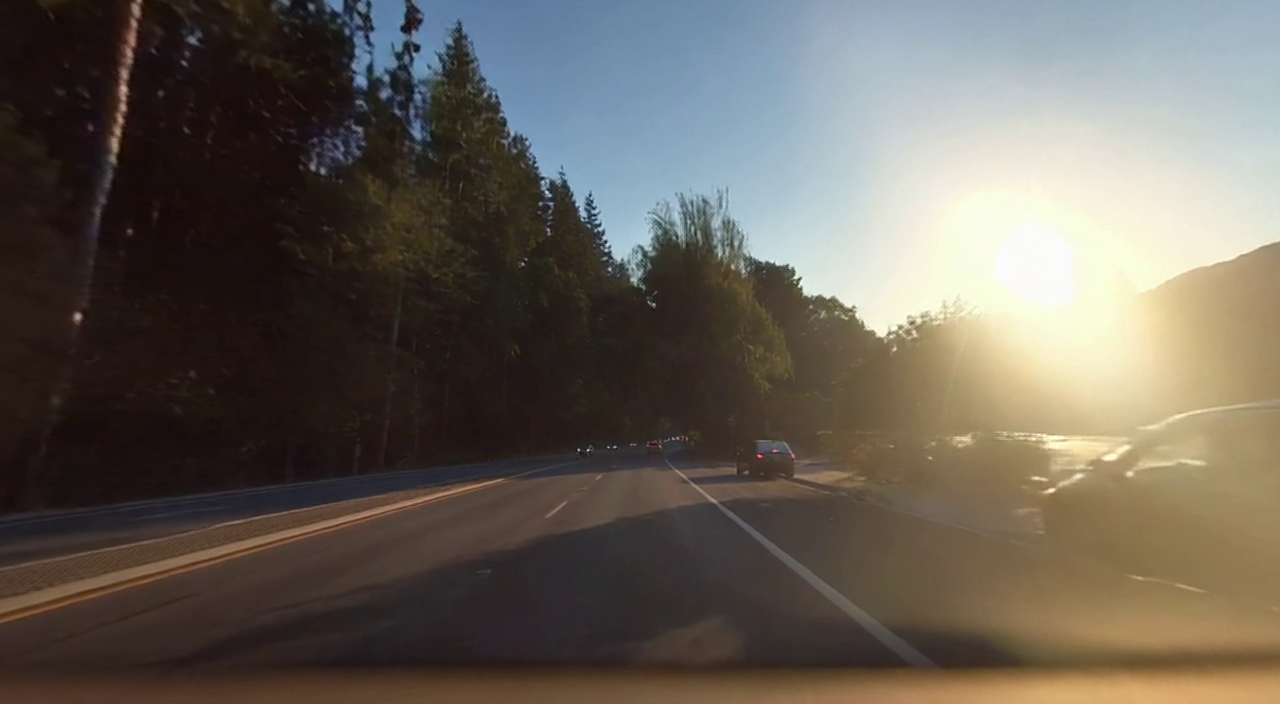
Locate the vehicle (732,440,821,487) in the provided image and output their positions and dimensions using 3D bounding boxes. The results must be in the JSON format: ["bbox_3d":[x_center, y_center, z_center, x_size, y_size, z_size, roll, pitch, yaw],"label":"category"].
[{"bbox_3d":[4.710,3.916,22.571,2.184,1.496,4.615,0,-8,0],"label":"vehicle"}]

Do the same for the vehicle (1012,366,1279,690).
[{"bbox_3d":[4.551,0.926,3.267,2.205,1.728,4.855,0,-8,-1],"label":"vehicle"}]
